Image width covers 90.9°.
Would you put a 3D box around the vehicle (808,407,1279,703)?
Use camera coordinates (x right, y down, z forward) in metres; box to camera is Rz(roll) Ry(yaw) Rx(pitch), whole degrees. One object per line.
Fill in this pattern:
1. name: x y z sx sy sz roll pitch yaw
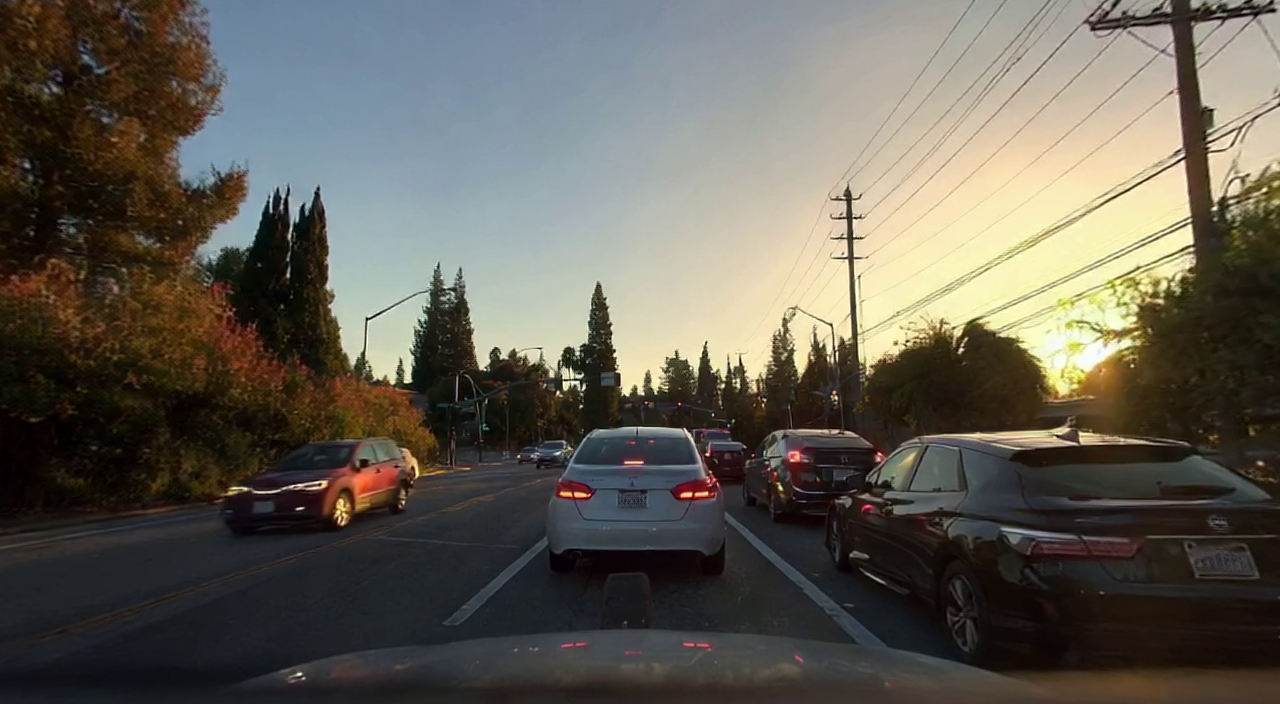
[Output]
1. vehicle: 2.899 1.313 4.991 1.950 1.487 4.275 0 -8 0

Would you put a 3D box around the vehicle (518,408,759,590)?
1. vehicle: 0.002 1.656 7.907 2.200 1.653 4.127 0 -8 1

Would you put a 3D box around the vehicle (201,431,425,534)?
1. vehicle: -6.363 2.563 13.064 2.225 1.713 4.514 0 -8 0
